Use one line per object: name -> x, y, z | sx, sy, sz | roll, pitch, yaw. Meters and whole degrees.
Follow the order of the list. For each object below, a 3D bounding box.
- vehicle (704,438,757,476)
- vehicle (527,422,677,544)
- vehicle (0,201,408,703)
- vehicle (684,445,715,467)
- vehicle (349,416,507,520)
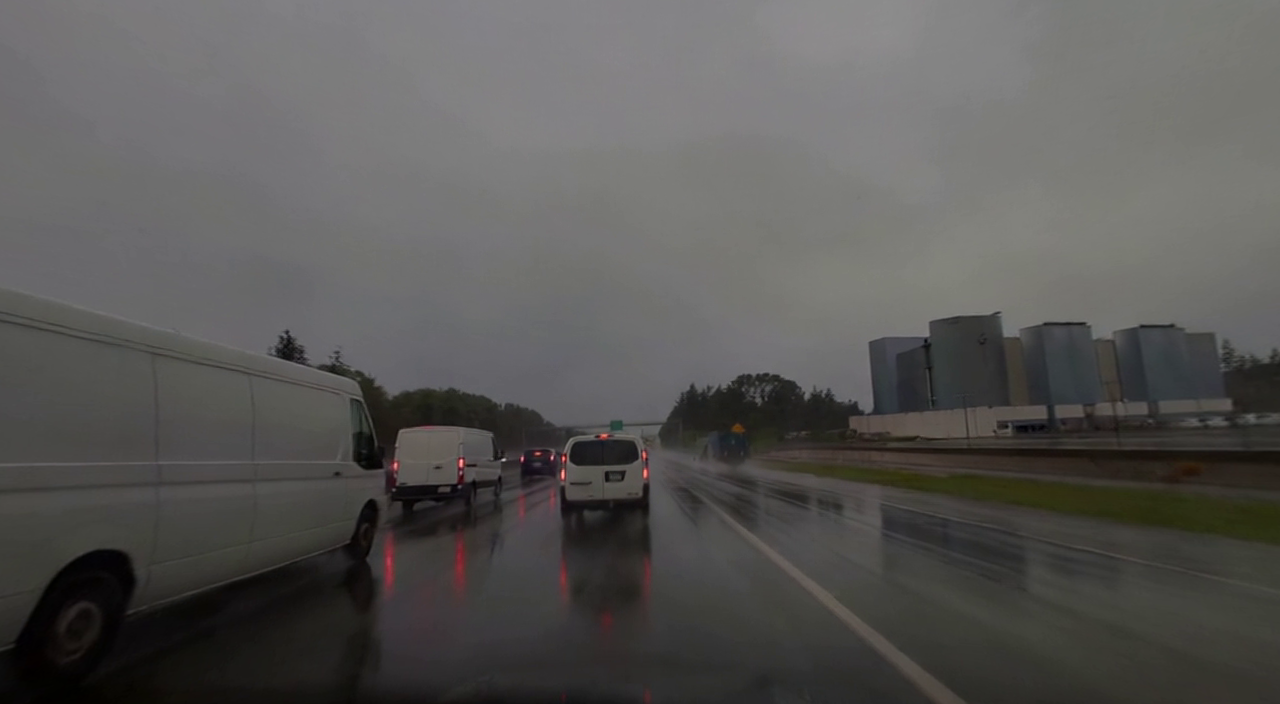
vehicle -> 4.455, 5.264, 31.713 | 2.003, 1.754, 4.134 | 0, -9, -1
vehicle -> -0.546, 2.140, 10.818 | 2.093, 1.695, 3.782 | 0, -9, 0
vehicle -> -4.467, 0.881, 5.492 | 2.248, 2.626, 6.837 | 0, -9, 0
vehicle -> 4.265, 7.510, 45.678 | 1.874, 1.512, 3.723 | 0, -9, -1
vehicle -> -4.585, 2.590, 14.500 | 2.043, 1.987, 4.486 | 0, -9, 0
